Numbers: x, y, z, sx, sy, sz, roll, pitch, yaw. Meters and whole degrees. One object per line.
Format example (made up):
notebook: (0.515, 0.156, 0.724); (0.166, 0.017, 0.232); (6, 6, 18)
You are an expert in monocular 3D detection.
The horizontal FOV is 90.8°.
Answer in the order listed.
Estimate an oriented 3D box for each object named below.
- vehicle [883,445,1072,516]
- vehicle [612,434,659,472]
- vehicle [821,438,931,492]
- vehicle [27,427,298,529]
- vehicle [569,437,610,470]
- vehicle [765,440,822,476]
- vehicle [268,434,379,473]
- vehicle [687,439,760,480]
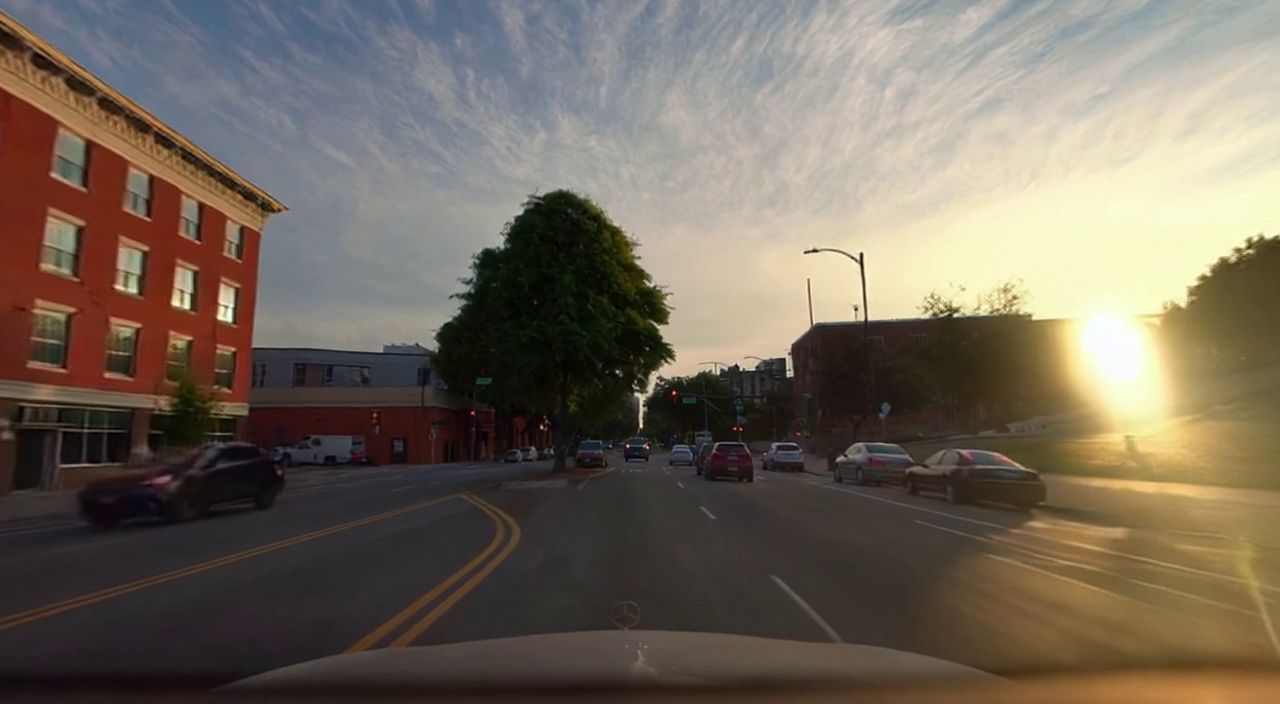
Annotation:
vehicle: (8.207, 3.128, 16.046); (2.054, 1.455, 4.786); (0, -8, -1)
vehicle: (-0.228, 5.339, 33.453); (2.329, 1.842, 4.537); (0, -8, 0)
vehicle: (8.081, 3.871, 22.187); (1.963, 1.649, 4.562); (0, -8, -2)
vehicle: (-9.795, 2.594, 13.642); (2.212, 1.784, 4.626); (0, -8, 0)
vehicle: (-2.960, 6.039, 37.843); (2.297, 1.812, 4.244); (0, -8, -3)
vehicle: (8.106, 5.608, 33.879); (1.959, 1.719, 4.538); (1, -7, 0)
vehicle: (-23.531, 7.600, 47.250); (6.679, 2.794, 2.850); (0, -9, 3)
vehicle: (3.281, 4.367, 25.917); (2.238, 1.499, 4.964); (0, -8, -1)
